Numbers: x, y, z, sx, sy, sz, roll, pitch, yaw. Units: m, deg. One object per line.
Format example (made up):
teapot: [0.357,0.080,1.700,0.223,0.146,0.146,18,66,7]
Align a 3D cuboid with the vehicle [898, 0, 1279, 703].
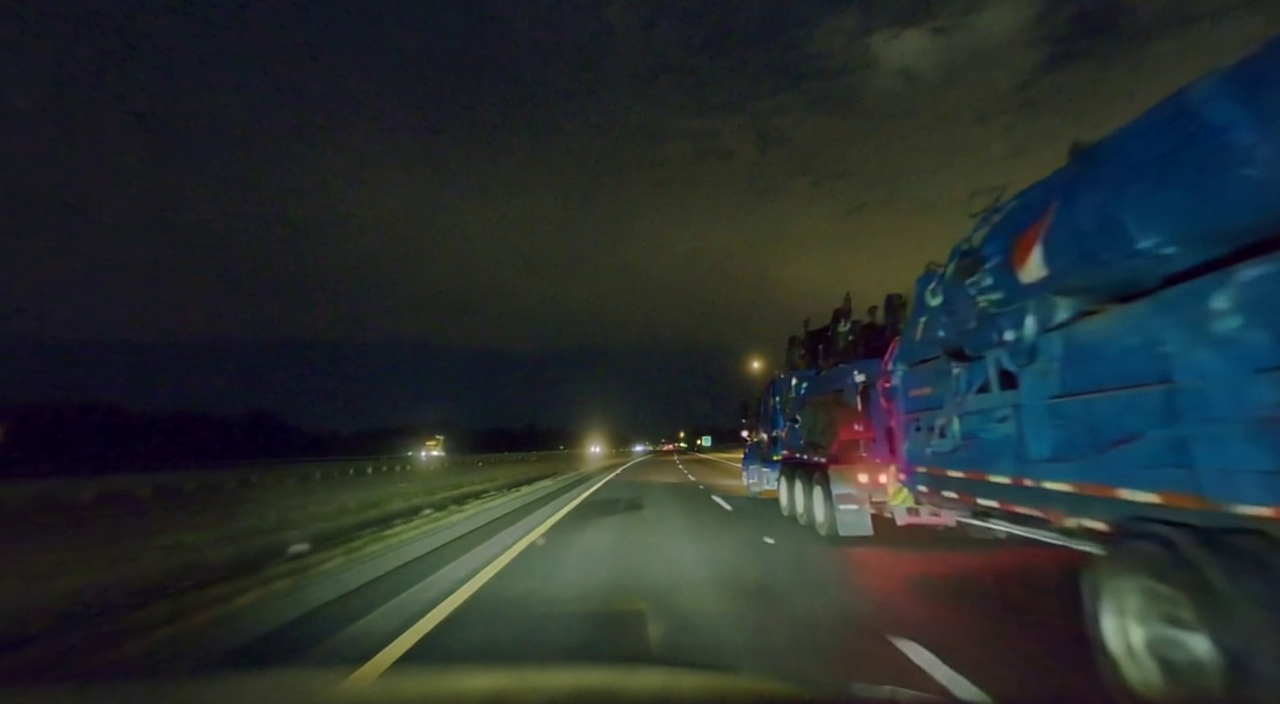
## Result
vehicle: [3.969,-0.236,2.412,2.959,3.724,7.068,0,-8,1]
